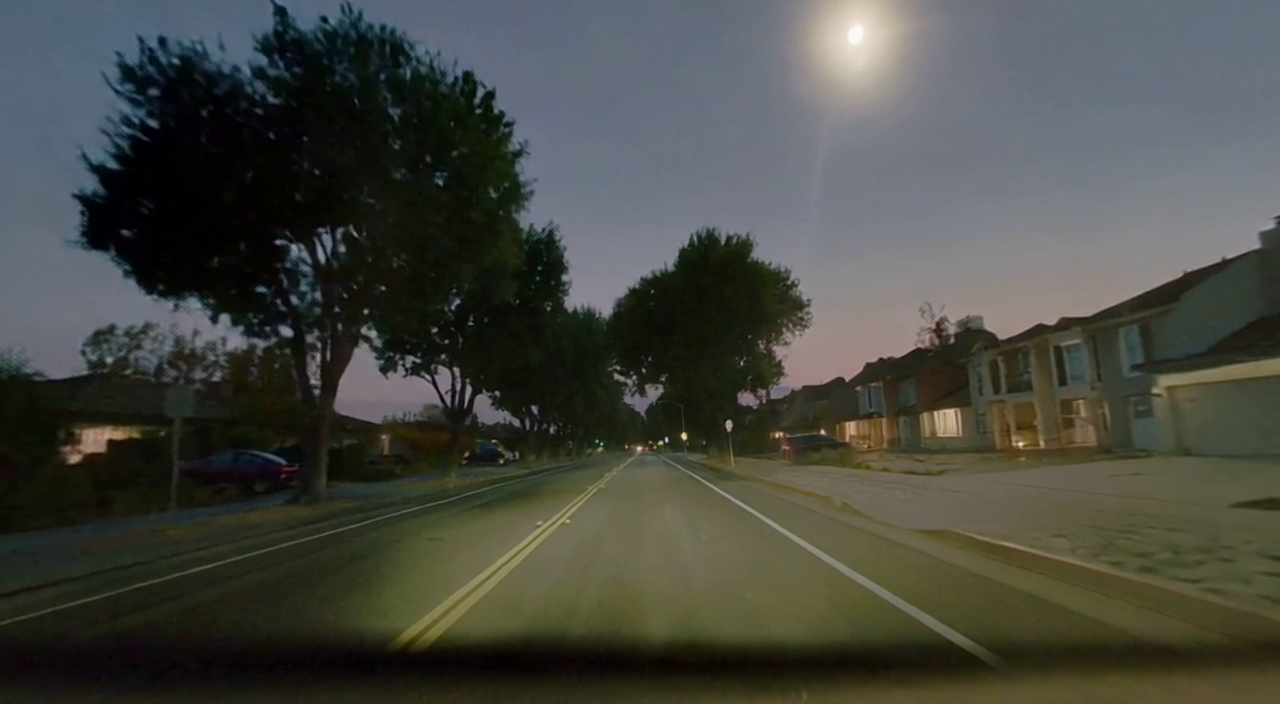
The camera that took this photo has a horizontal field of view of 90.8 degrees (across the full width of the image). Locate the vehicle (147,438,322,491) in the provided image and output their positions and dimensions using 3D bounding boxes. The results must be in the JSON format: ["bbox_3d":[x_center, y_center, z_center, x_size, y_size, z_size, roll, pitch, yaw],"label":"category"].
[{"bbox_3d":[-13.741,3.815,21.629,4.587,1.722,1.906,0,-9,-1],"label":"vehicle"}]

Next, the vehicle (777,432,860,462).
[{"bbox_3d":[10.727,5.751,38.223,4.449,1.765,1.917,-1,-9,4],"label":"vehicle"}]

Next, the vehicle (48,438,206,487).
[{"bbox_3d":[-19.615,4.218,24.385,4.455,1.707,1.939,6,-11,-38],"label":"vehicle"}]
